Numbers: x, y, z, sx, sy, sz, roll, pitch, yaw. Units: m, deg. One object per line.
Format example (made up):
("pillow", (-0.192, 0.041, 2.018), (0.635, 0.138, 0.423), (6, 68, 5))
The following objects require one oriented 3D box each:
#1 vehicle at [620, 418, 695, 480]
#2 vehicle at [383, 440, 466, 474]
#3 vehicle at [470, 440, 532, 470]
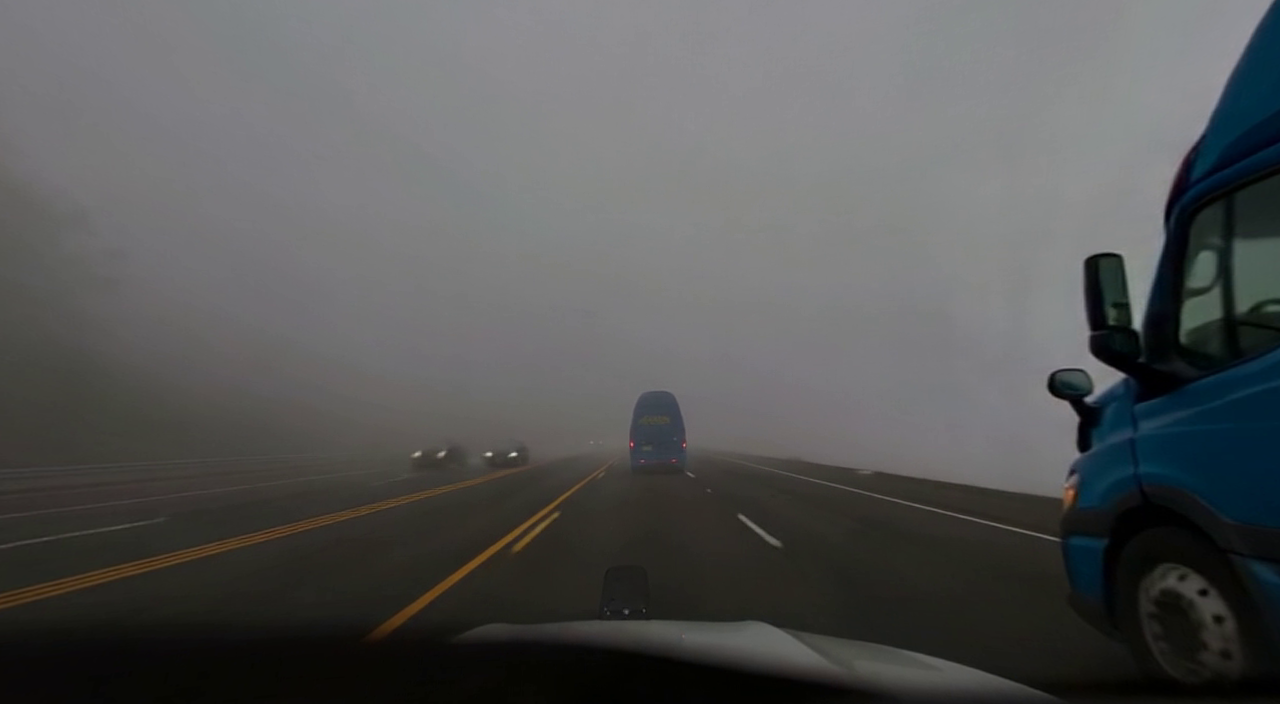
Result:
("vehicle", (0.625, 3.525, 22.991), (2.469, 2.027, 4.554), (0, -8, 1))
("vehicle", (-10.572, 5.171, 31.299), (2.378, 1.548, 4.641), (0, -8, 2))
("vehicle", (-7.638, 5.709, 35.110), (2.233, 1.535, 4.793), (0, -8, 1))
